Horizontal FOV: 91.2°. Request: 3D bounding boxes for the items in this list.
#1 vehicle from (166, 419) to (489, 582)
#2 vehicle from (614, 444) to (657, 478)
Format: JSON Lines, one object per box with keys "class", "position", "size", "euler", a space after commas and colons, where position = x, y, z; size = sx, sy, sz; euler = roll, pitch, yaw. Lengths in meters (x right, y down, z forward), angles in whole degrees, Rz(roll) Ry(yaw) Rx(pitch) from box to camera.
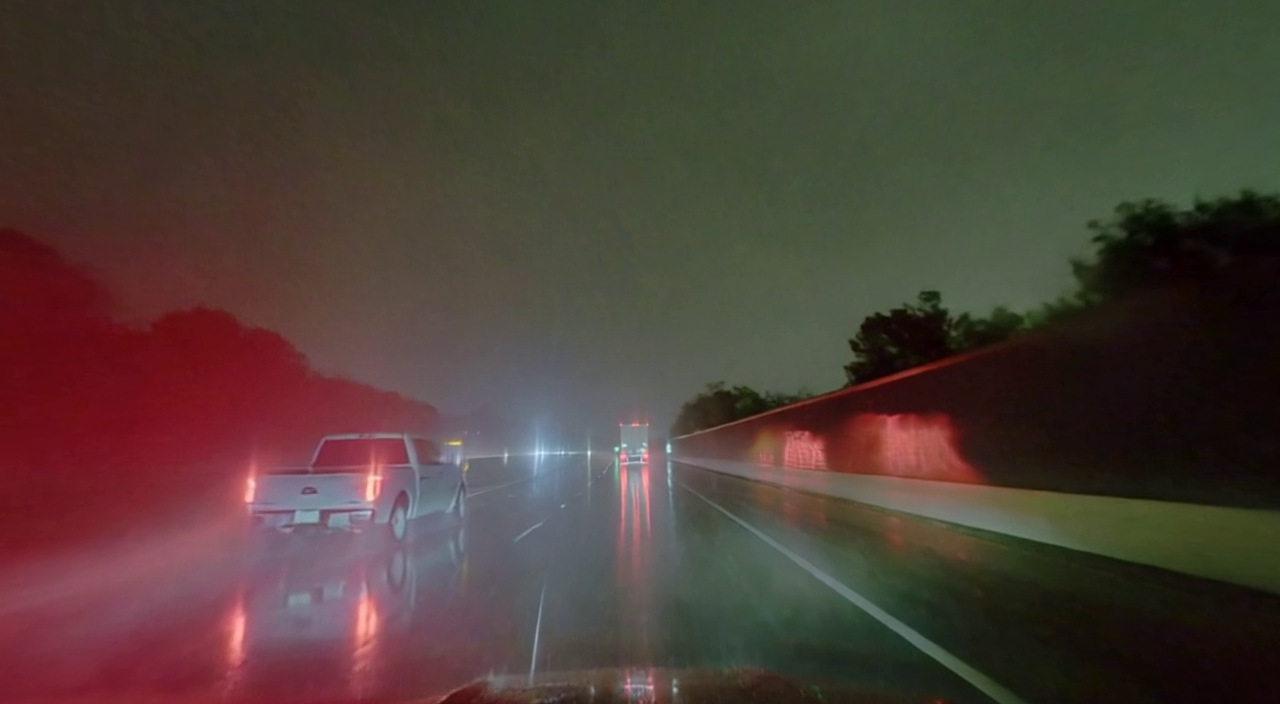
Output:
{"class": "vehicle", "position": [-3.781, 1.890, 8.845], "size": [2.181, 1.653, 4.691], "euler": [0, -9, -1]}
{"class": "vehicle", "position": [-0.260, 5.962, 34.479], "size": [2.230, 1.715, 4.243], "euler": [0, -9, -1]}
